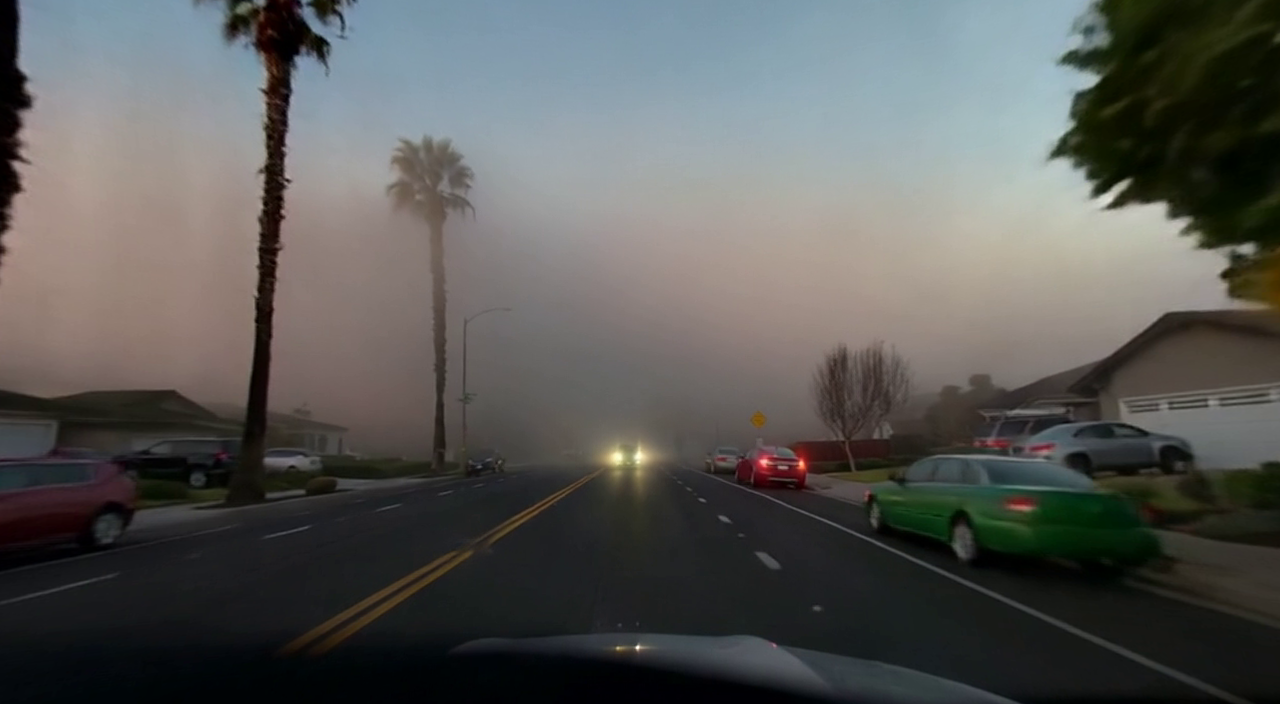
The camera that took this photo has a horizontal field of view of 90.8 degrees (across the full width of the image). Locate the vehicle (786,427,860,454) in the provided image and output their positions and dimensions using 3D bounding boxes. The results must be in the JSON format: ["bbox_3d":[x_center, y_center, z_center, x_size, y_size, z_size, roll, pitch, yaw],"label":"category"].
[{"bbox_3d":[13.337,6.503,46.343,4.913,1.930,2.020,-1,-8,7],"label":"vehicle"}]

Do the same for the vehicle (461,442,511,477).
[{"bbox_3d":[-8.972,6.263,37.044,1.945,1.666,4.107,-3,-6,-1],"label":"vehicle"}]

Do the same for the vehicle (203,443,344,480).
[{"bbox_3d":[-15.817,4.730,27.467,4.654,1.490,2.381,0,-8,2],"label":"vehicle"}]

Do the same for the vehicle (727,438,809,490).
[{"bbox_3d":[4.471,3.993,23.008,2.017,1.646,5.389,0,-8,2],"label":"vehicle"}]

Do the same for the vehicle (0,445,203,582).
[{"bbox_3d":[-8.889,2.160,8.522,2.181,1.527,5.441,-2,-6,0],"label":"vehicle"}]

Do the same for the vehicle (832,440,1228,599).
[{"bbox_3d":[4.529,1.981,8.671,2.033,1.495,5.175,0,-8,-2],"label":"vehicle"}]

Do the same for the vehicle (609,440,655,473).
[{"bbox_3d":[-0.403,5.123,31.147,2.098,1.483,4.099,0,-8,-1],"label":"vehicle"}]
